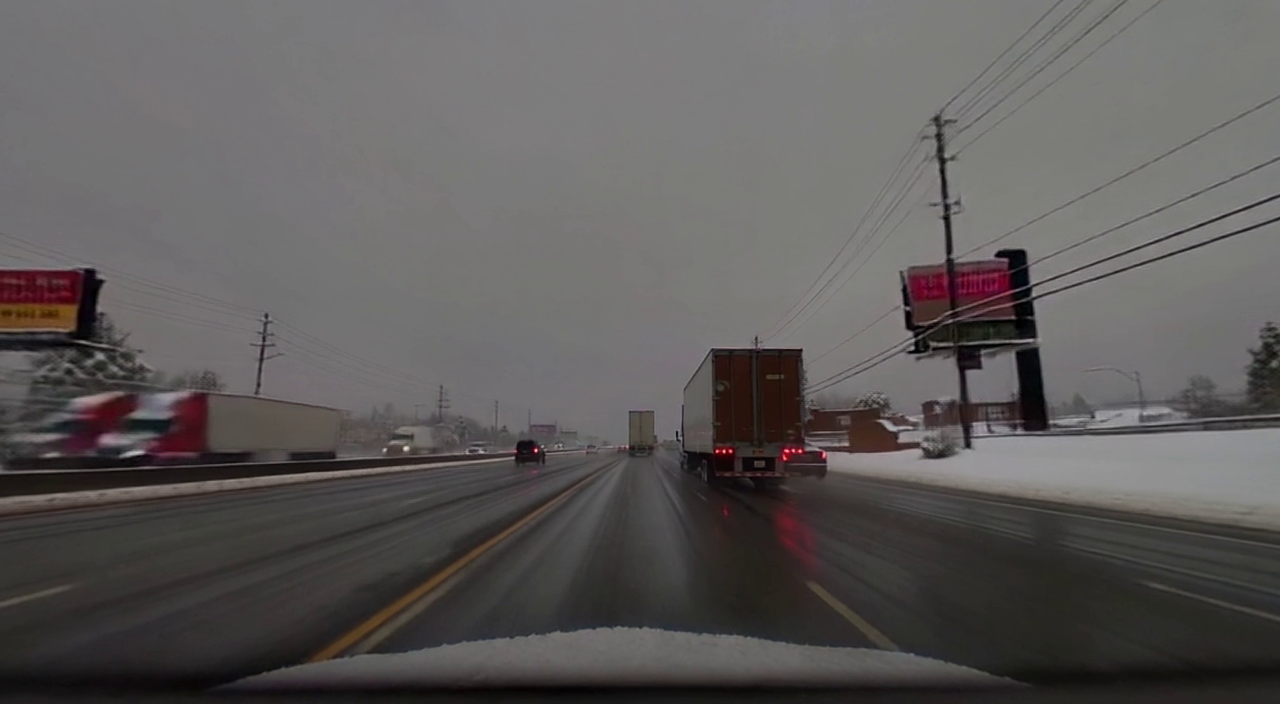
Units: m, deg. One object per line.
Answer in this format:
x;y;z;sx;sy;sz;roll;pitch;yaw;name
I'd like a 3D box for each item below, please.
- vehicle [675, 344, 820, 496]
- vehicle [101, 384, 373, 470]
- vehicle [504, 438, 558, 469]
3.378;3.078;25.571;2.892;4.152;16.575;0;-9;0;vehicle
-20.979;4.675;36.090;2.894;3.626;18.648;0;-9;2;vehicle
-7.195;6.810;42.471;2.425;1.917;5.647;0;-9;2;vehicle
